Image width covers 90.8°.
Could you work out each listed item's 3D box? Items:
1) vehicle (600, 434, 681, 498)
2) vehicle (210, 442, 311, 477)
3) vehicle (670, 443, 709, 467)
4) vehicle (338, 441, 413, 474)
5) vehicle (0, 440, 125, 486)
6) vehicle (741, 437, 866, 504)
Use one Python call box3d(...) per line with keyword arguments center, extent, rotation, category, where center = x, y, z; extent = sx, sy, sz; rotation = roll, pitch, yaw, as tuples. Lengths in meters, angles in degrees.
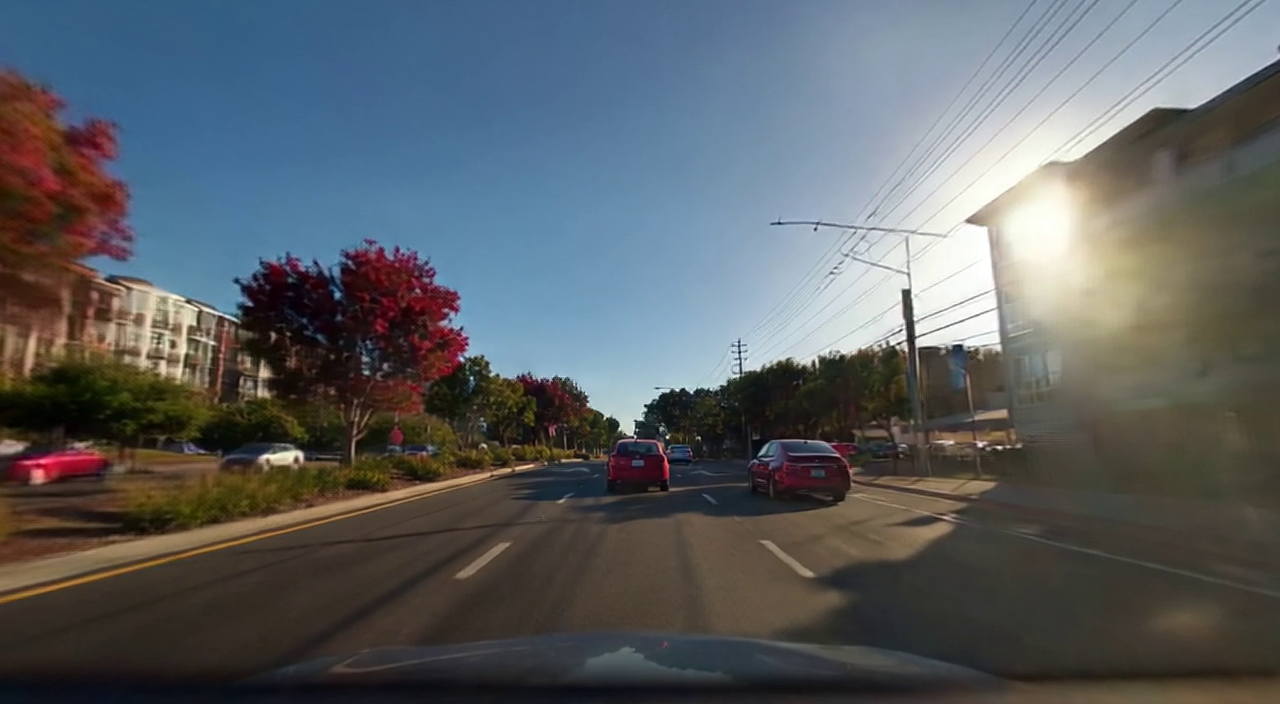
box3d(center=(-0.043, 3.230, 18.253), extent=(2.073, 1.606, 3.933), rotation=(0, -8, -1), category="vehicle")
box3d(center=(-17.330, 4.899, 29.131), extent=(1.873, 1.459, 4.447), rotation=(0, -8, 0), category="vehicle")
box3d(center=(3.198, 6.757, 41.503), extent=(2.054, 1.461, 4.321), rotation=(0, -8, -2), category="vehicle")
box3d(center=(-13.647, 5.478, 32.929), extent=(1.981, 1.572, 4.575), rotation=(0, -8, 0), category="vehicle")
box3d(center=(-21.652, 4.015, 23.158), extent=(1.821, 1.485, 4.393), rotation=(0, -8, 1), category="vehicle")
box3d(center=(4.165, 3.094, 16.963), extent=(2.086, 1.534, 4.351), rotation=(0, -8, -1), category="vehicle")
